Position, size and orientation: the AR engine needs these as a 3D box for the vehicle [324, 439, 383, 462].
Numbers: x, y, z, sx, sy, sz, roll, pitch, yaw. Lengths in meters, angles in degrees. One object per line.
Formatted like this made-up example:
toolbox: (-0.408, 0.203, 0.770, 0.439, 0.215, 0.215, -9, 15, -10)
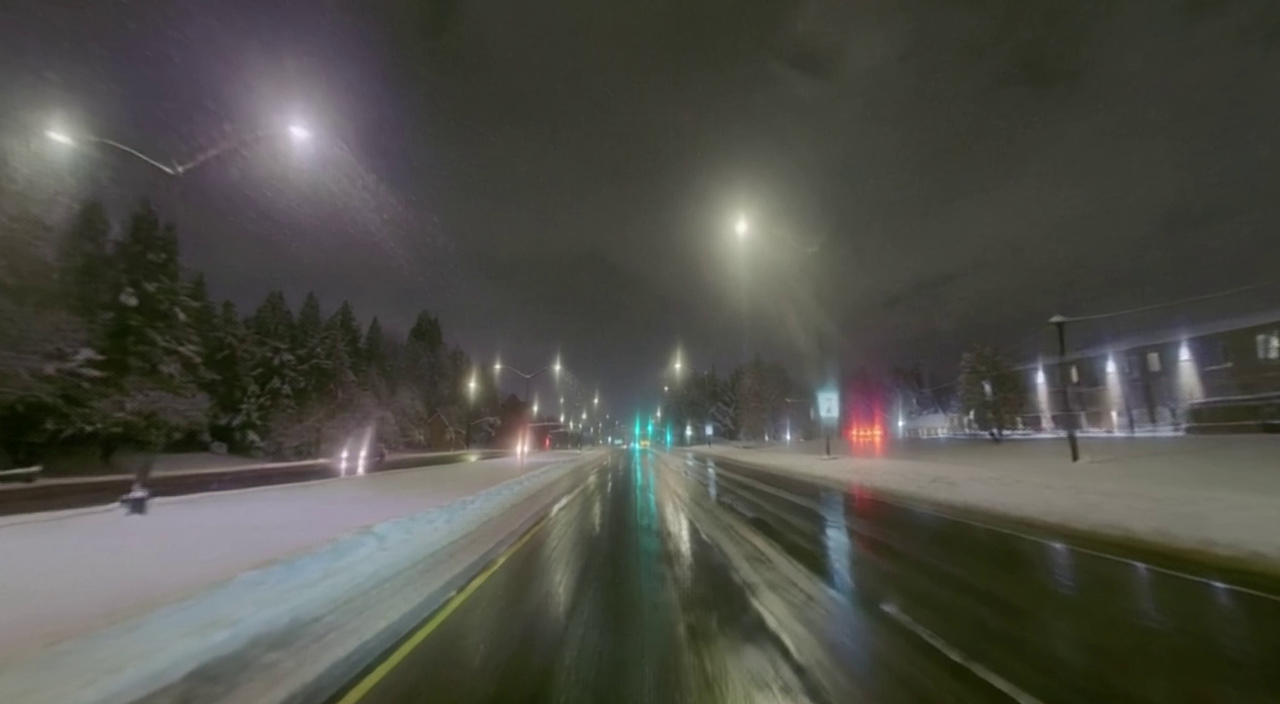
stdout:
vehicle: (-19.274, 6.638, 42.741, 1.790, 1.453, 4.618, 0, -9, 1)
